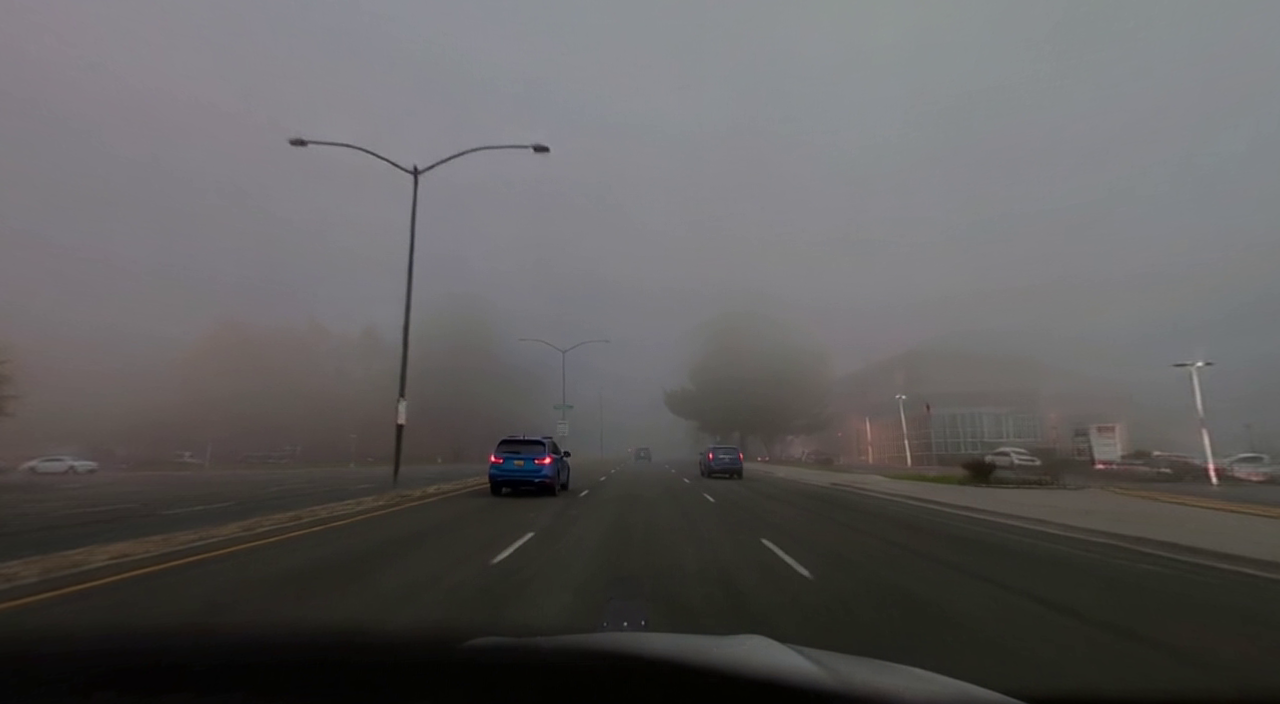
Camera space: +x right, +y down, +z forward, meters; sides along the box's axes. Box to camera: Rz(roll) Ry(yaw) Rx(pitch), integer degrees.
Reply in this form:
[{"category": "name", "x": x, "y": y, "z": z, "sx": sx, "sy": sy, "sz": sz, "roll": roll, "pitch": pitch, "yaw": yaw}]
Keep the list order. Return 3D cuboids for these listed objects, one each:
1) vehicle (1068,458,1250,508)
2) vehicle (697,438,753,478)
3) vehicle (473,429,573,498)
[{"category": "vehicle", "x": 16.477, "y": 4.147, "z": 20.163, "sx": 4.211, "sy": 1.443, "sz": 1.819, "roll": 1, "pitch": -9, "yaw": -1}, {"category": "vehicle", "x": 4.086, "y": 5.167, "z": 30.958, "sx": 2.083, "sy": 1.779, "sz": 4.347, "roll": 1, "pitch": -9, "yaw": -1}, {"category": "vehicle", "x": -3.356, "y": 3.313, "z": 19.016, "sx": 2.047, "sy": 1.810, "sz": 4.414, "roll": 0, "pitch": -9, "yaw": 1}]
